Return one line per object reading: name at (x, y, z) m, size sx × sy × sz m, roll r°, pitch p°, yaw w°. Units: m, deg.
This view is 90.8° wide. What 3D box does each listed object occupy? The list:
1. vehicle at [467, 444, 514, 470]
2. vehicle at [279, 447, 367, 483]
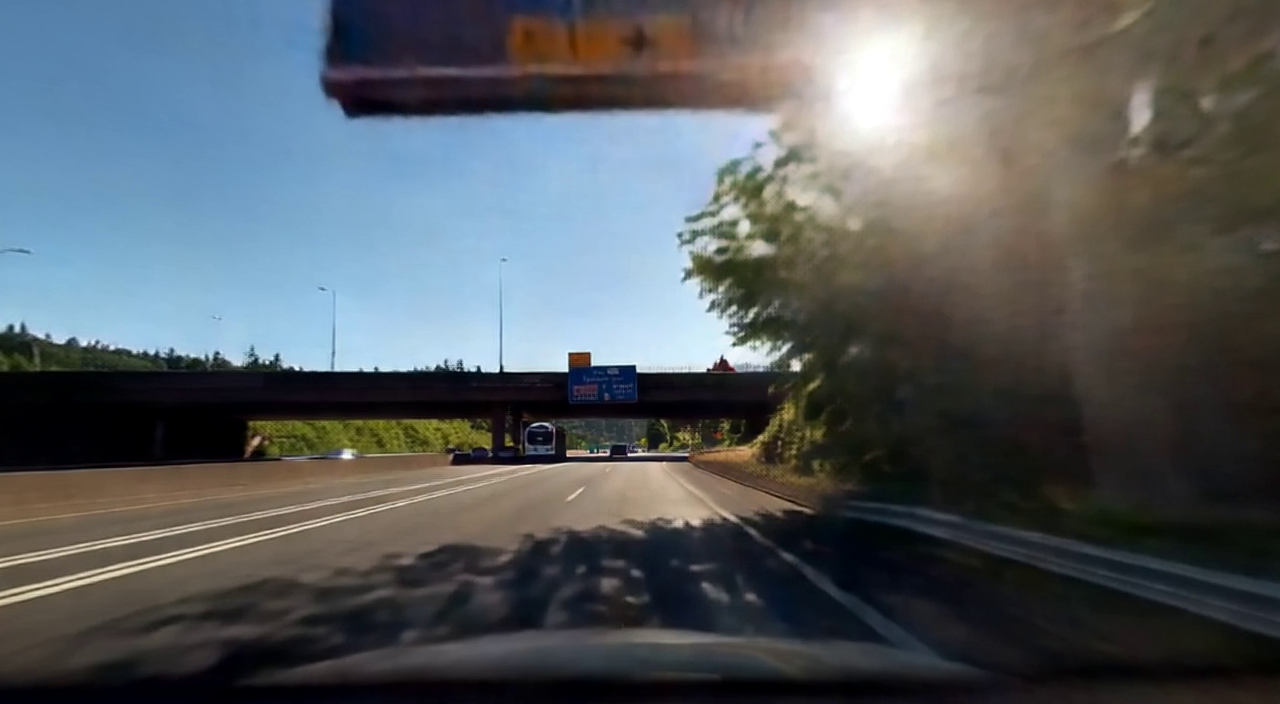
vehicle at (-9.873, 6.958, 42.061) m, size 1.979 × 1.600 × 4.516 m, roll 0°, pitch -9°, yaw 1°
vehicle at (-14.027, 5.003, 28.180) m, size 1.878 × 1.470 × 3.825 m, roll 0°, pitch -9°, yaw 0°
